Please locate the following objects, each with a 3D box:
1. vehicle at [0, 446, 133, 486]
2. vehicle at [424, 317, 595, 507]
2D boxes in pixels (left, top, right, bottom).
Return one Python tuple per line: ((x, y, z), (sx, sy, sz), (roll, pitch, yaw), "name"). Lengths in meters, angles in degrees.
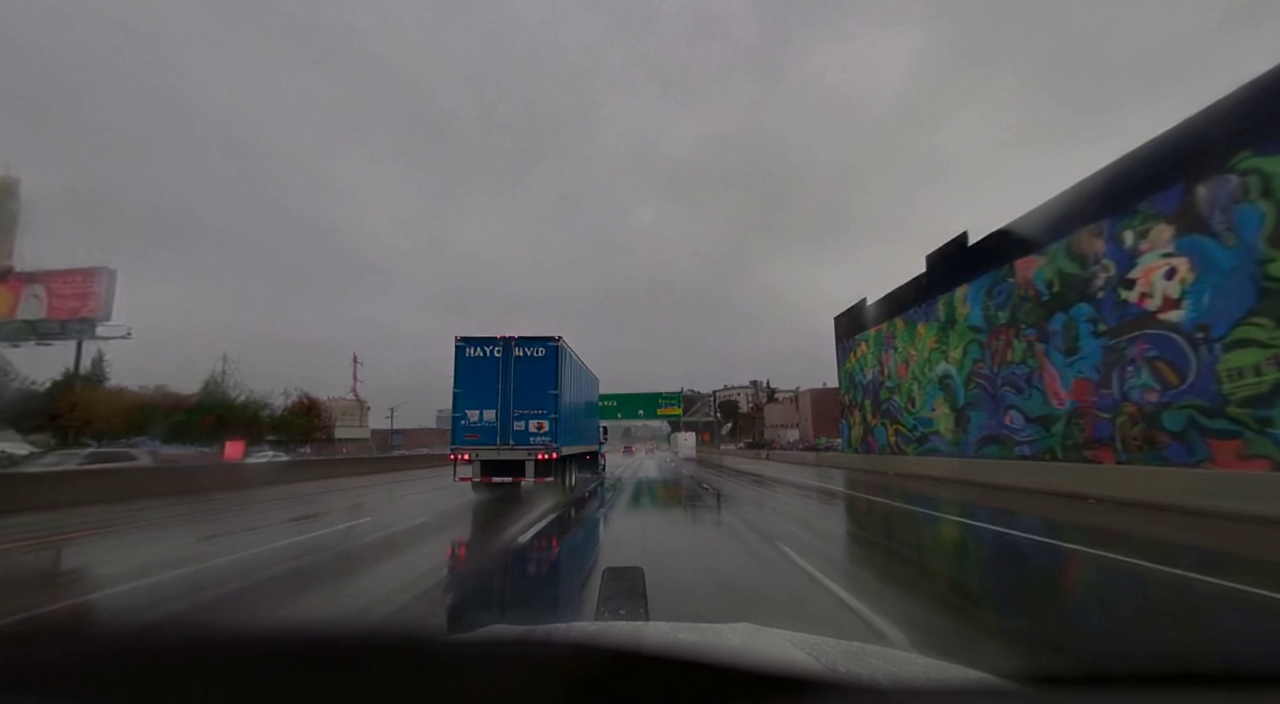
((-25.948, 5.075, 28.494), (2.009, 1.601, 4.712), (0, -8, 1), "vehicle")
((-3.097, 1.850, 18.011), (2.977, 4.048, 8.890), (-1, -8, 0), "vehicle")
